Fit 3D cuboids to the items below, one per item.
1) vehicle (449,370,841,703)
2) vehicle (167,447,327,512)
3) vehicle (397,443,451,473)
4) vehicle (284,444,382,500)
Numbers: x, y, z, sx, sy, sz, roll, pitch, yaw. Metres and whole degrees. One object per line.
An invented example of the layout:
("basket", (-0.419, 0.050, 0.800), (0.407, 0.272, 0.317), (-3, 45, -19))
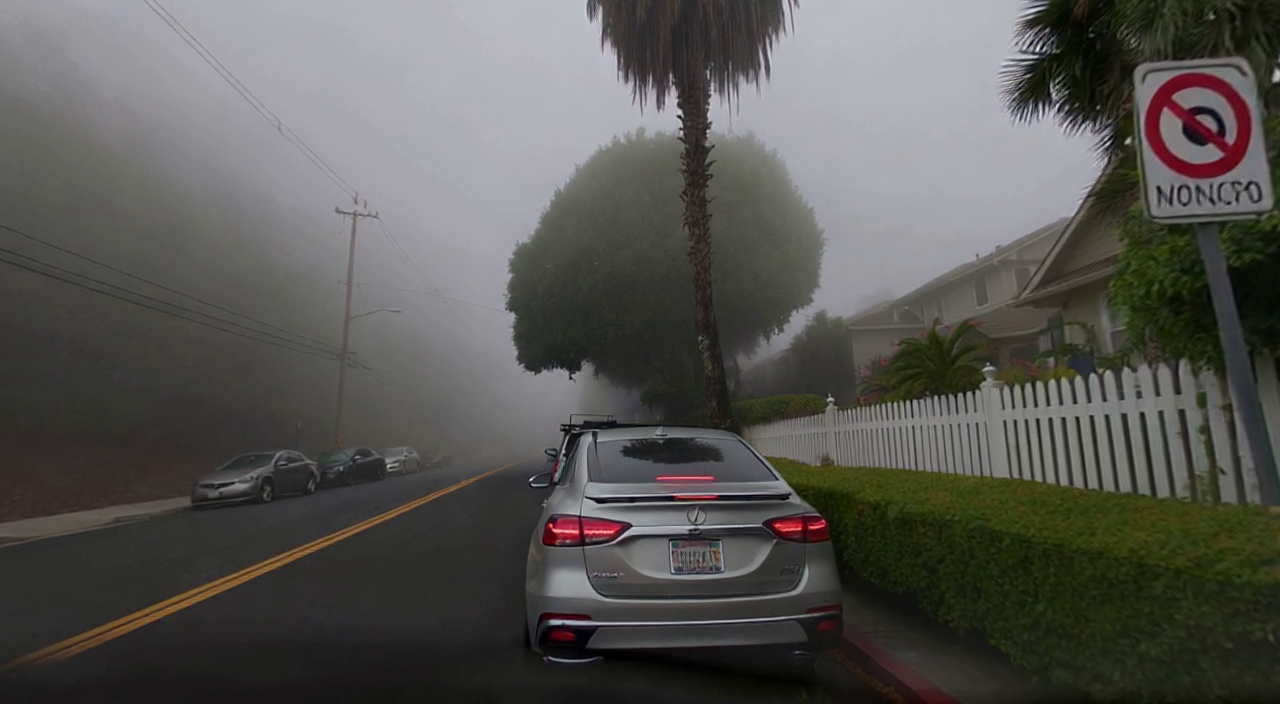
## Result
("vehicle", (-0.134, 1.220, 5.000), (1.894, 1.695, 3.795), (1, -8, -6))
("vehicle", (-11.395, 3.665, 18.797), (2.017, 1.627, 5.039), (1, -8, -7))
("vehicle", (-13.173, 6.467, 38.698), (2.060, 1.689, 4.999), (1, -8, -7))
("vehicle", (-12.151, 4.715, 25.292), (2.048, 1.485, 4.757), (-4, -4, -8))
